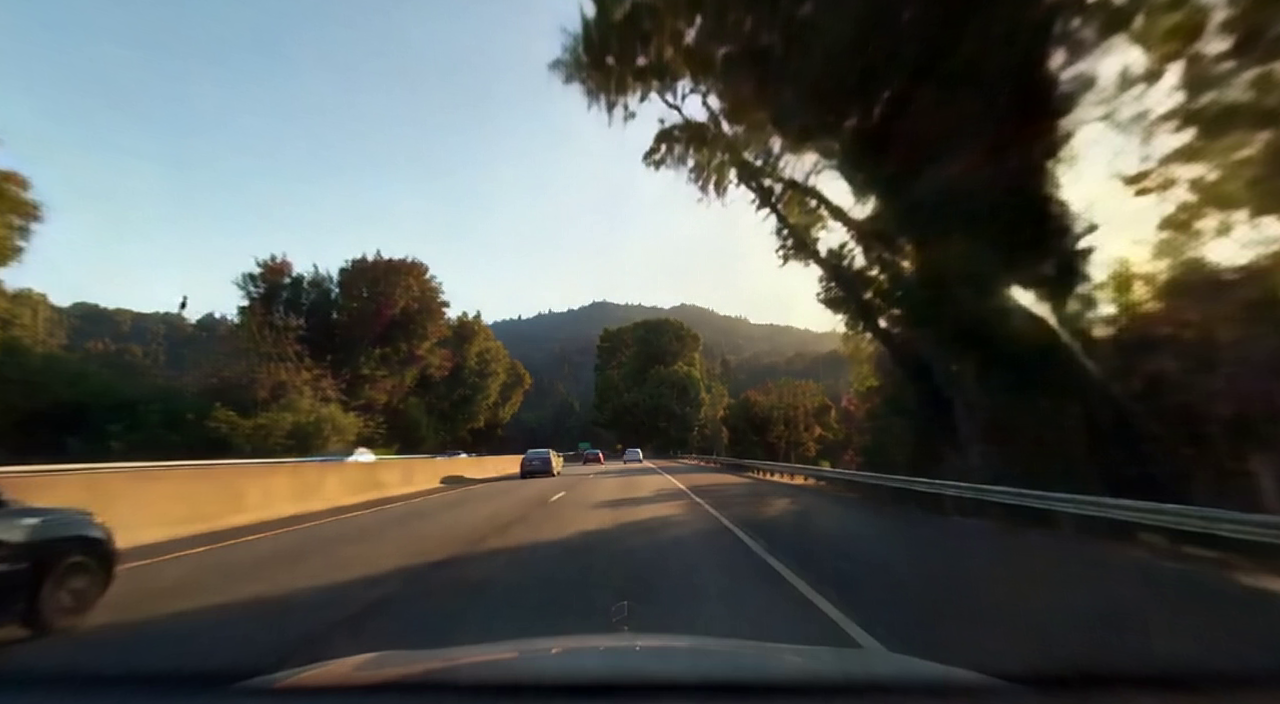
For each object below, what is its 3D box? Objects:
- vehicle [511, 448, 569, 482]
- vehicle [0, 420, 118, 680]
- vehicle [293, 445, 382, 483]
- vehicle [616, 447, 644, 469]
[{"bbox_3d":[-4.706,5.360,30.260,2.052,1.468,4.390,0,-9,0],"label":"vehicle"},{"bbox_3d":[-4.687,0.955,2.305,1.838,1.508,4.317,0,-9,0],"label":"vehicle"},{"bbox_3d":[-13.071,4.857,27.595,1.741,1.507,4.346,0,-9,0],"label":"vehicle"},{"bbox_3d":[-0.820,8.215,48.859,2.070,1.603,4.806,0,-9,-2],"label":"vehicle"}]
